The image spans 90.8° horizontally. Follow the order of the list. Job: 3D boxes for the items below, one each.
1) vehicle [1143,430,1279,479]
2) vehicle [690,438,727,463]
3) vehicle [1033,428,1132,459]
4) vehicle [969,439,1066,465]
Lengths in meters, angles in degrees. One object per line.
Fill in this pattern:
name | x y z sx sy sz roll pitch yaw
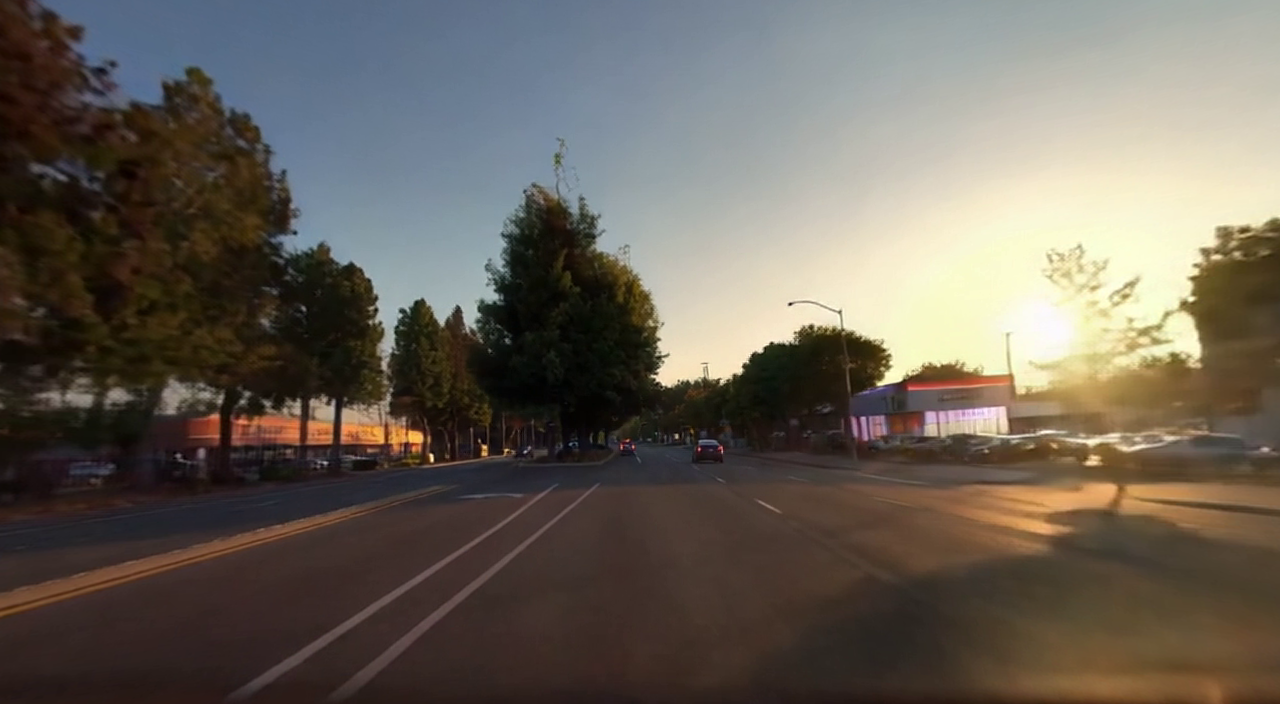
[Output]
vehicle | 22.693 3.892 24.106 2.086 1.730 4.913 6 -11 -35
vehicle | 4.721 6.924 44.287 1.957 1.643 4.226 0 -9 -2
vehicle | 31.928 6.683 45.738 2.159 1.950 5.240 2 -9 -39
vehicle | 23.318 6.193 39.181 1.886 1.438 4.742 6 -10 -33
